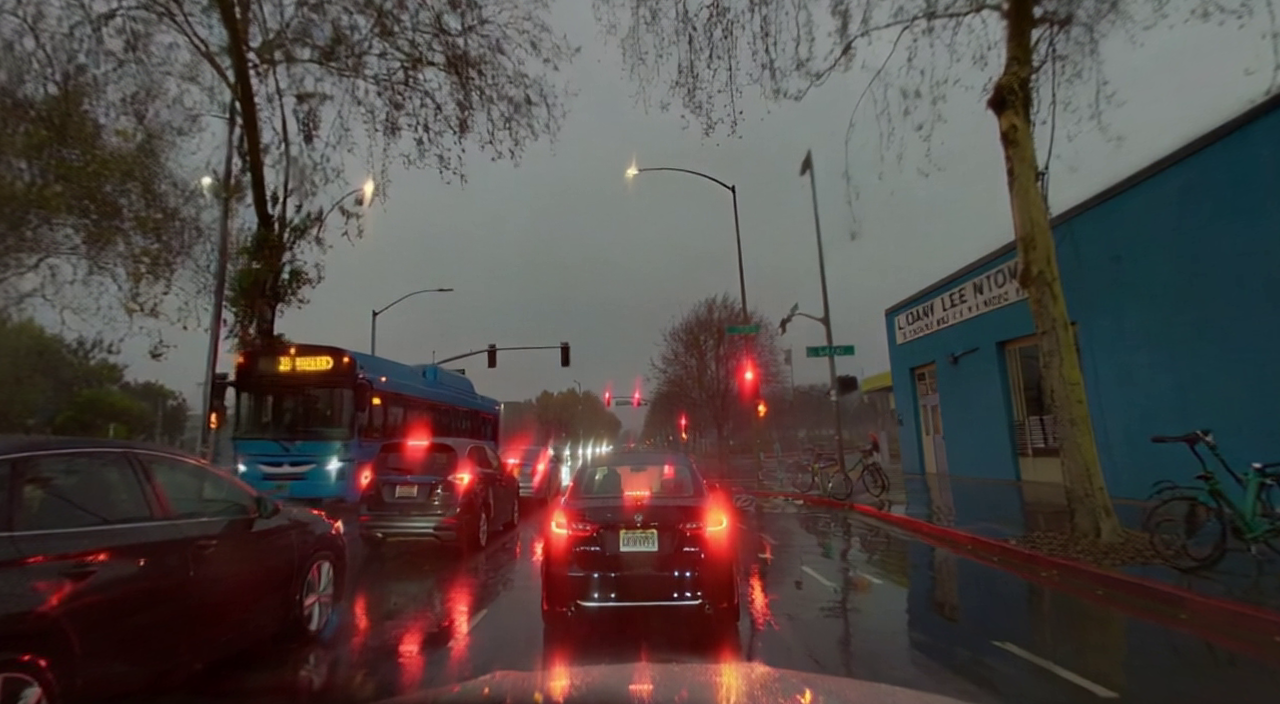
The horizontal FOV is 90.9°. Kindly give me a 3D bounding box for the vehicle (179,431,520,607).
[{"bbox_3d":[-2.914,1.754,7.643,1.944,1.481,4.385,0,-8,1],"label":"vehicle"}]

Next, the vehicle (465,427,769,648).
[{"bbox_3d":[-0.141,1.525,6.180,2.031,1.461,3.763,0,-8,0],"label":"vehicle"}]

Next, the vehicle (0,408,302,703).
[{"bbox_3d":[-3.167,0.881,1.742,1.867,1.486,4.452,0,-8,2],"label":"vehicle"}]
